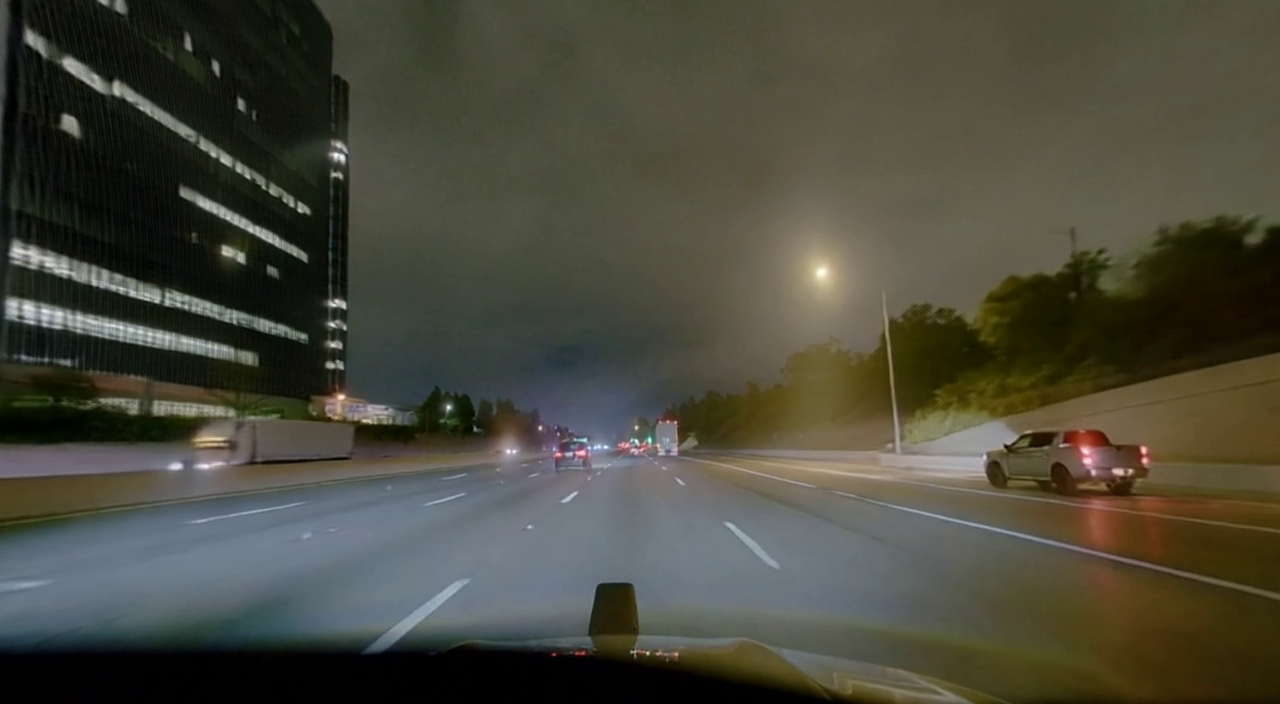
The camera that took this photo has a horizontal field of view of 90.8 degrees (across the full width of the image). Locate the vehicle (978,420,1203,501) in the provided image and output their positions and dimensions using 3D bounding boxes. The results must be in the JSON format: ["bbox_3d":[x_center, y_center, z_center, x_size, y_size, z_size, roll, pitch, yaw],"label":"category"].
[{"bbox_3d":[11.441,2.826,16.688,2.089,1.787,5.080,0,-9,-1],"label":"vehicle"}]

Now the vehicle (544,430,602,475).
[{"bbox_3d":[-3.243,5.074,31.896,2.284,2.022,5.752,0,-9,0],"label":"vehicle"}]

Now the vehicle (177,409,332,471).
[{"bbox_3d":[-26.907,6.399,45.444,3.000,3.767,13.120,0,-9,0],"label":"vehicle"}]
